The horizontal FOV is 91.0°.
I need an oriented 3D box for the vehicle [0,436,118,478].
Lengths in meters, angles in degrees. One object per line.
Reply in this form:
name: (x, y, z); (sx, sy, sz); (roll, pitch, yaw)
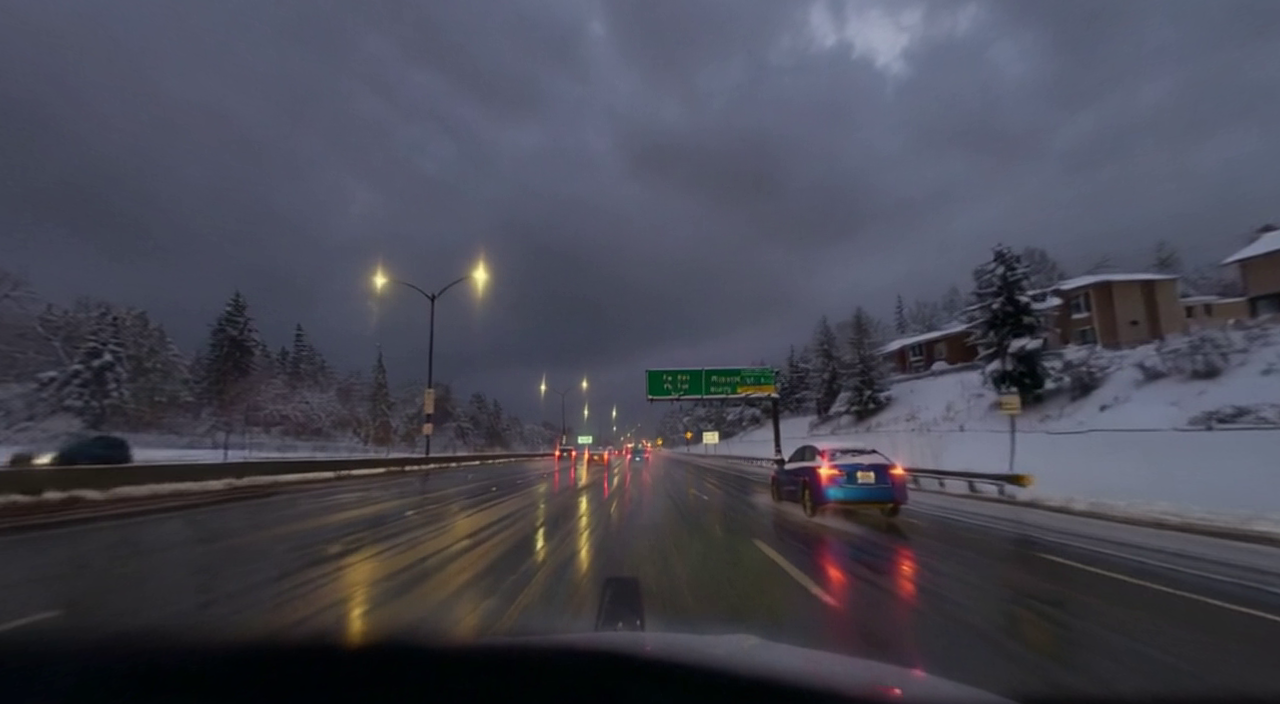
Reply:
vehicle: (-23.222, 4.117, 24.899); (1.734, 1.524, 3.833); (-1, -9, 1)

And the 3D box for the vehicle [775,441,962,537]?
vehicle: (4.184, 2.559, 12.504); (2.077, 1.527, 4.553); (0, -9, 1)

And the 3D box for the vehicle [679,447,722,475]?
vehicle: (3.474, 6.340, 36.827); (2.036, 1.517, 4.256); (0, -9, -1)

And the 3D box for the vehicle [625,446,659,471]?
vehicle: (0.112, 7.065, 41.977); (2.166, 1.496, 4.158); (0, -9, 0)

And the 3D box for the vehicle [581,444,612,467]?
vehicle: (-3.306, 7.961, 48.466); (2.091, 1.664, 4.157); (0, -9, 0)
